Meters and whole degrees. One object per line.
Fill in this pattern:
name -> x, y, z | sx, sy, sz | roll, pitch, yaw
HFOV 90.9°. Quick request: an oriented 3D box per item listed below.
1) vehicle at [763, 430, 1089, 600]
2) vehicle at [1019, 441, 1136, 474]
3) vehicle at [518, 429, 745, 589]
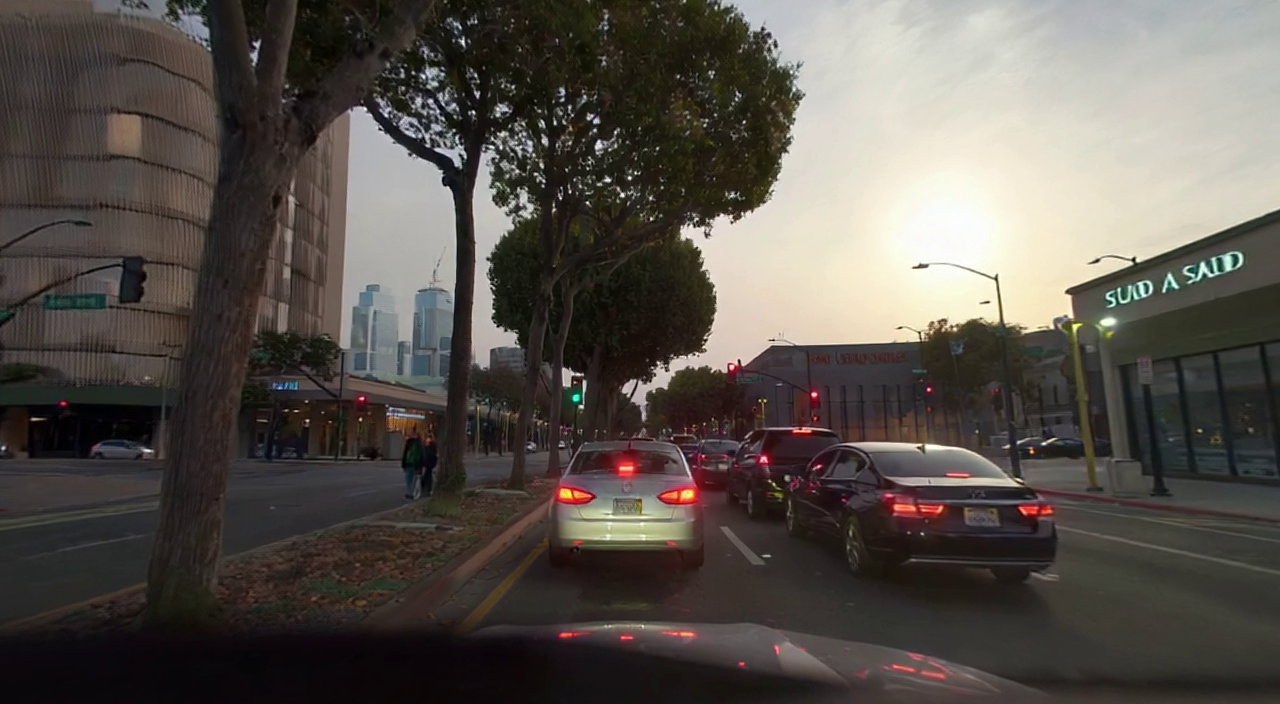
vehicle -> 2.908, 1.733, 7.663 | 1.893, 1.446, 4.270 | 0, -8, -1
vehicle -> 23.085, 5.557, 33.413 | 4.610, 1.622, 1.934 | -1, -8, 4
vehicle -> -0.100, 1.757, 7.950 | 2.087, 1.456, 4.143 | 0, -8, -1
